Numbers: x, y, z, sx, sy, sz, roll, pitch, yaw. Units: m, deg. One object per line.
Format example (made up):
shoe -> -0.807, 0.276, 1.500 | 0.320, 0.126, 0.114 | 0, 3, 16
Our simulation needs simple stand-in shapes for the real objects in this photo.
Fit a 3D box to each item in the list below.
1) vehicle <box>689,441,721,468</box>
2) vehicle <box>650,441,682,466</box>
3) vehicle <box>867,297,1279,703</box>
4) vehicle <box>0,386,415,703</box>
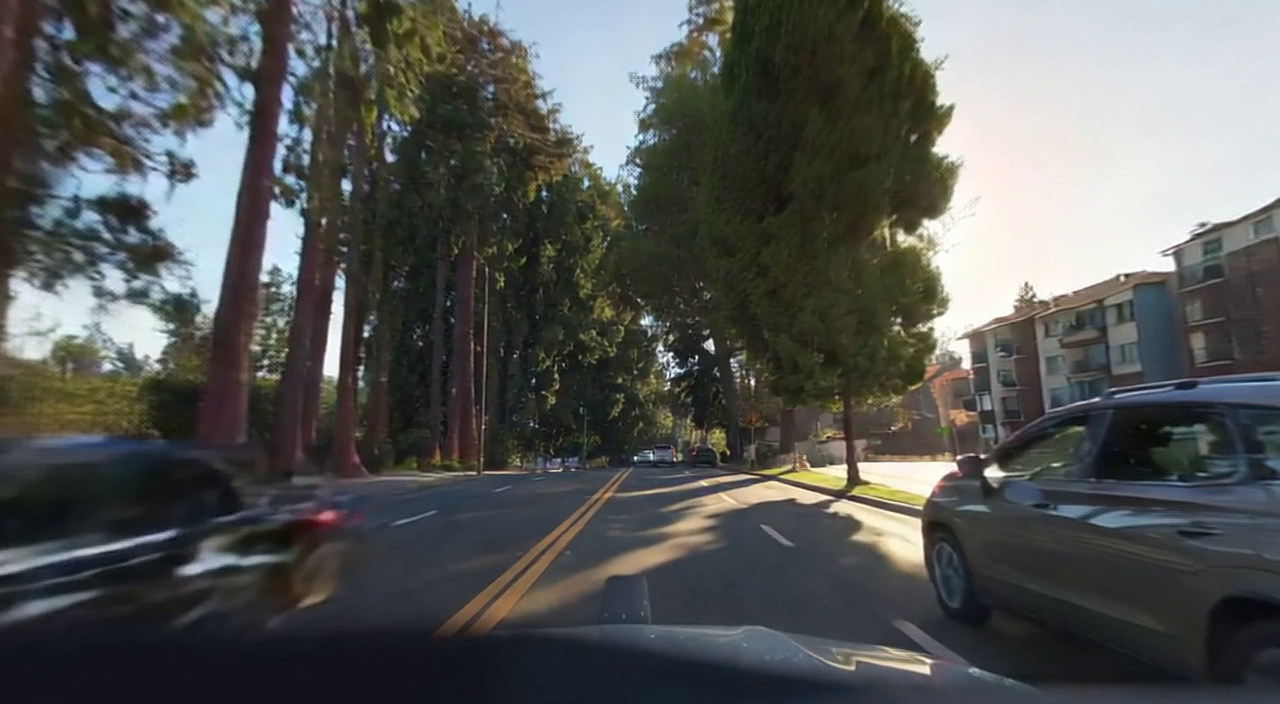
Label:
vehicle -> 4.489, 7.156, 43.949 | 2.069, 1.791, 4.422 | -1, -9, 3
vehicle -> 2.120, 8.067, 49.897 | 2.158, 1.852, 4.485 | -1, -9, 7
vehicle -> 3.351, 0.954, 3.497 | 2.219, 1.881, 5.104 | 0, -9, 0
vehicle -> -3.052, 1.044, 2.983 | 2.151, 1.540, 4.673 | 0, -9, 1
